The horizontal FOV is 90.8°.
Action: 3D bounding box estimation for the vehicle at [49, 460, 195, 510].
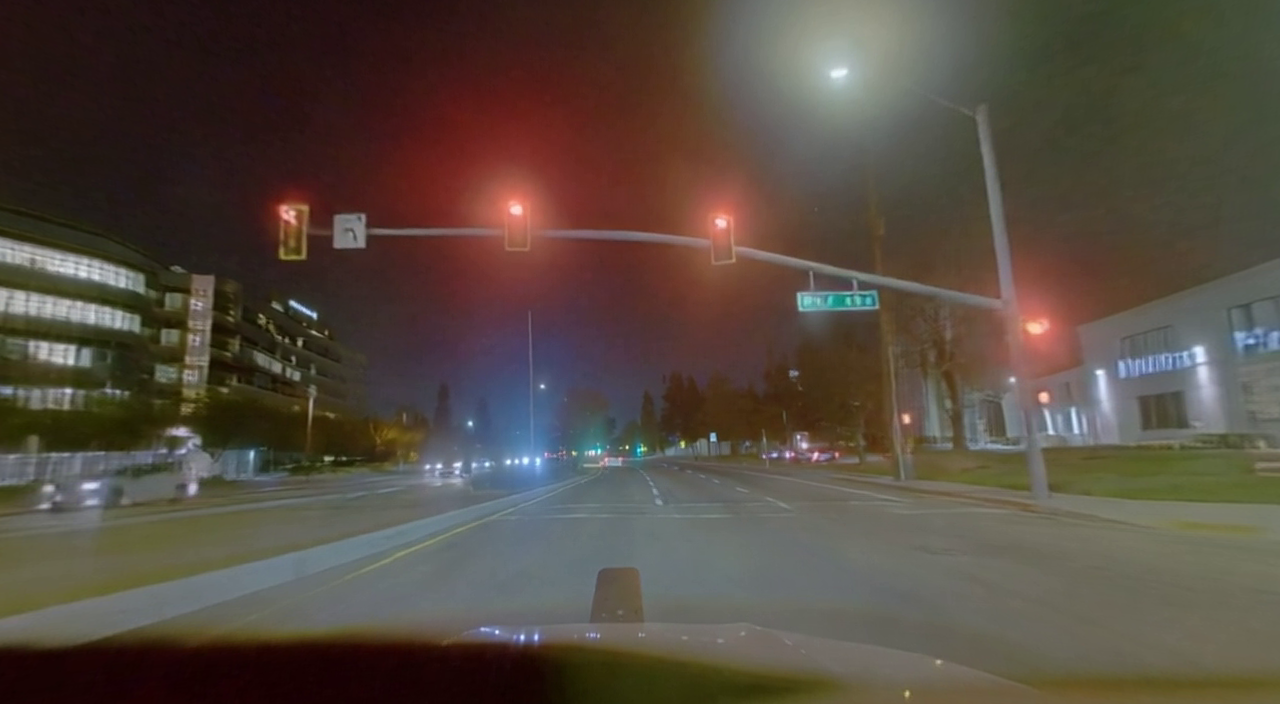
[{"bbox_3d":[-19.362,4.937,23.934,1.851,1.502,4.398,-3,-8,0],"label":"vehicle"}]
